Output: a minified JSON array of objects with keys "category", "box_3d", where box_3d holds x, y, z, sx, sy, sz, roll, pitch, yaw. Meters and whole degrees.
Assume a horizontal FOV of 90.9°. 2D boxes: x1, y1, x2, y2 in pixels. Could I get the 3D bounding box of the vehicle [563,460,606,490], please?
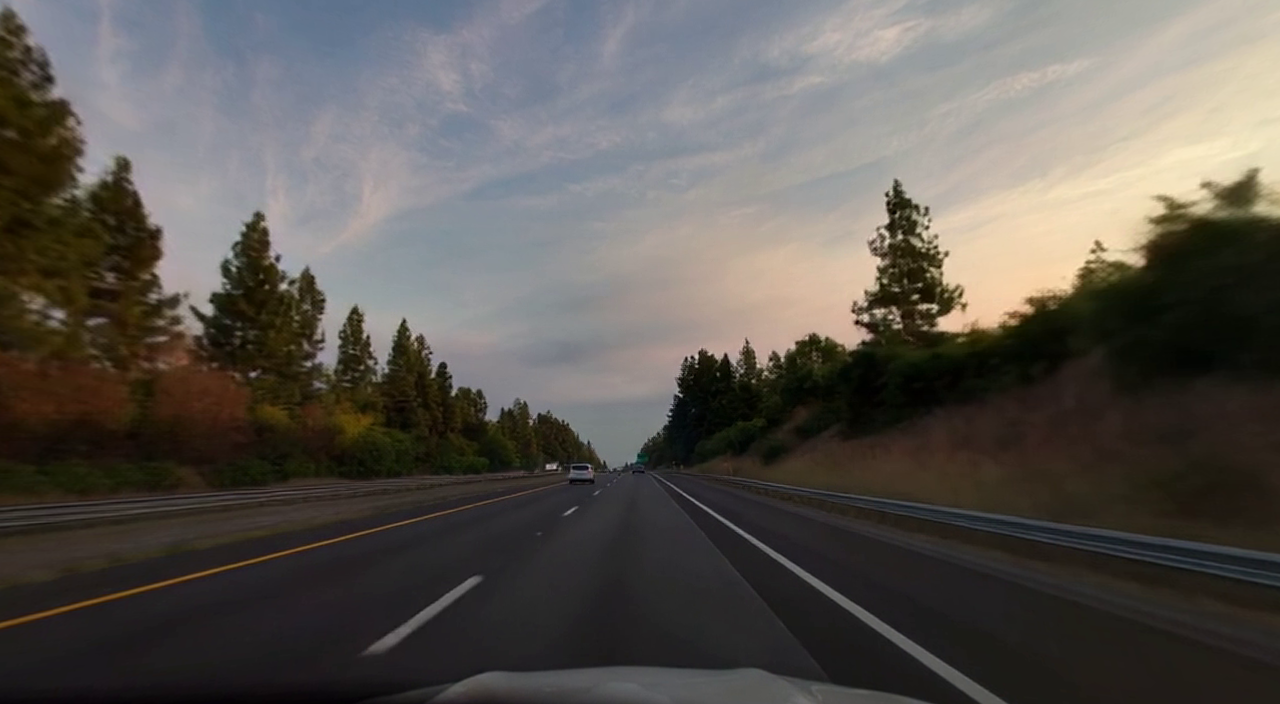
[{"category":"vehicle","box_3d":[-3.054,6.898,35.424,1.900,1.550,4.146,1,-10,1]}]
